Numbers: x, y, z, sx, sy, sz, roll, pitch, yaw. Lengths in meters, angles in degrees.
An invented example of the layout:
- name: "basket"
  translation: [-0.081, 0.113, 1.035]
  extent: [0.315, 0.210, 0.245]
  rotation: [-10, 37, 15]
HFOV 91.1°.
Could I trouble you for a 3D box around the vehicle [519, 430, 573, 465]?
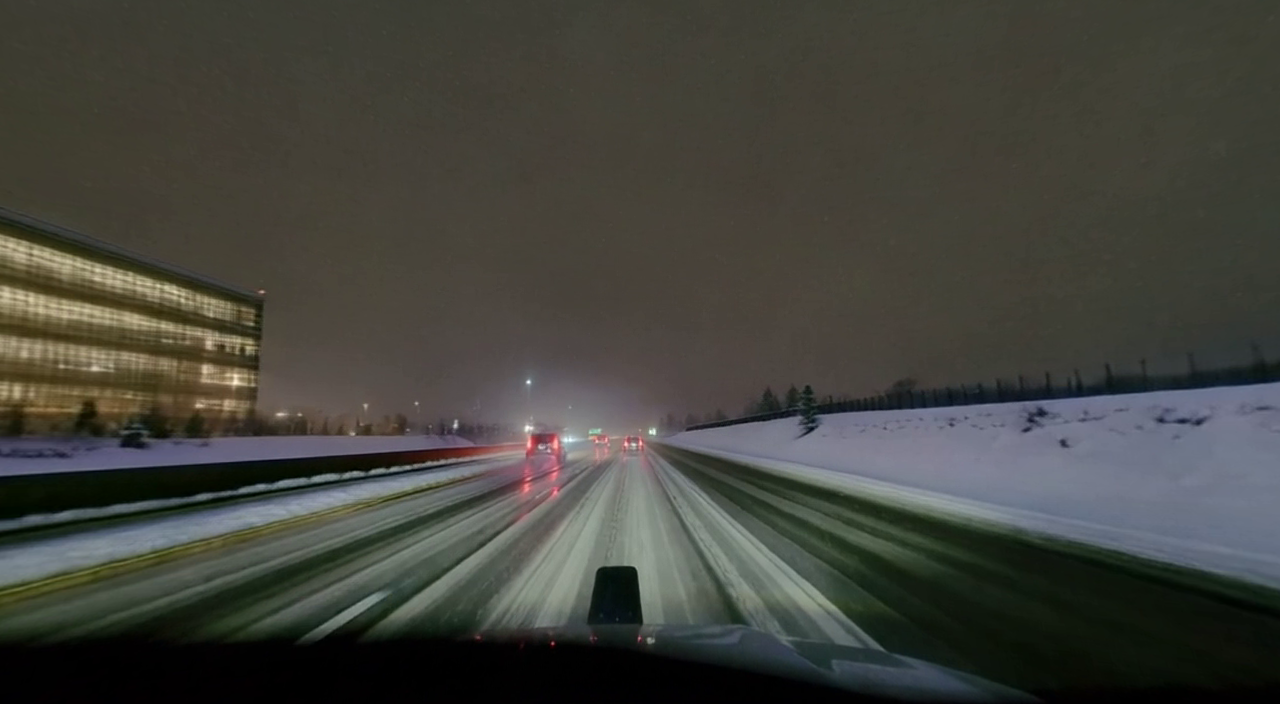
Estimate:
- name: "vehicle"
  translation: [-4.624, 4.782, 31.643]
  extent: [2.036, 1.612, 4.510]
  rotation: [0, -8, 0]
